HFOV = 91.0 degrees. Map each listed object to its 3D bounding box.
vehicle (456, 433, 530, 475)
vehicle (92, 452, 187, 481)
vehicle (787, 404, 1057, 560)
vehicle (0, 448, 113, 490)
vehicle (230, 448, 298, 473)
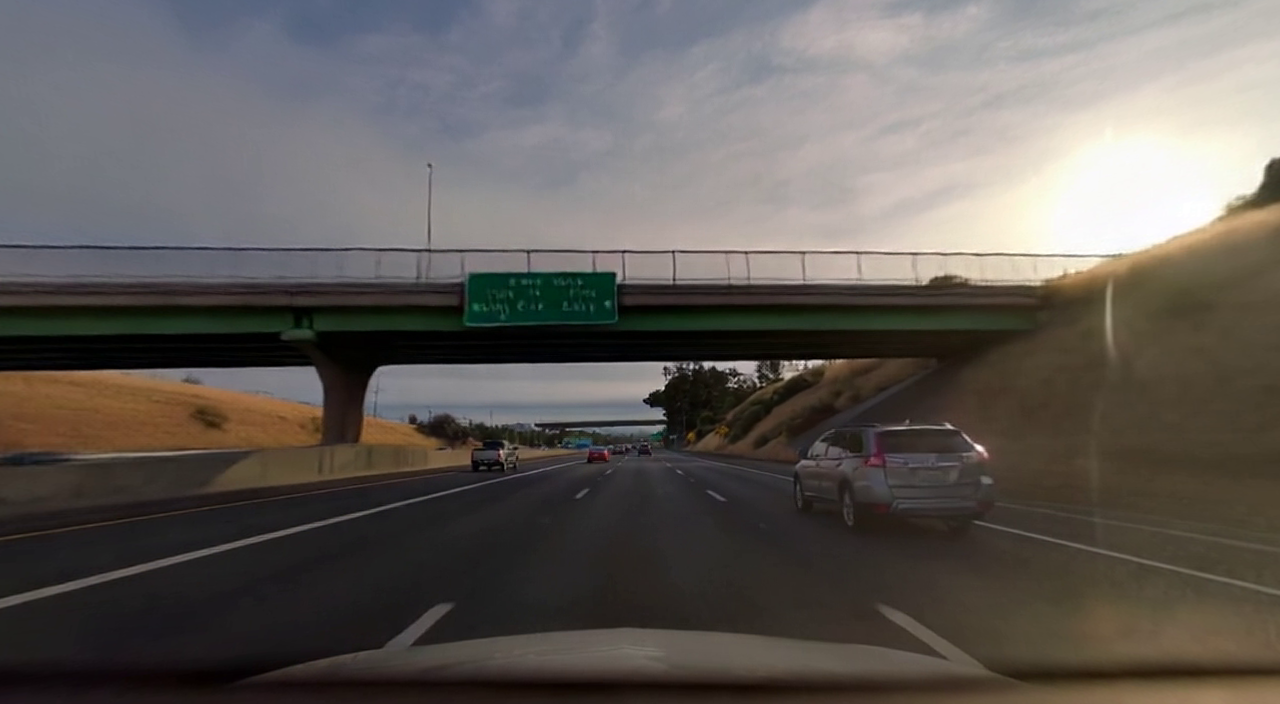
[{"bbox_3d":[-7.393,5.236,32.448,2.341,1.959,5.684,0,-9,1],"label":"vehicle"},{"bbox_3d":[-30.028,6.845,37.981,1.946,1.568,4.592,0,-9,-1],"label":"vehicle"},{"bbox_3d":[3.652,1.776,9.231,1.990,1.735,4.276,0,-9,1],"label":"vehicle"},{"bbox_3d":[-25.871,4.992,27.275,1.993,1.614,4.606,0,-9,1],"label":"vehicle"},{"bbox_3d":[-26.077,7.512,43.826,1.896,1.615,4.486,0,-9,0],"label":"vehicle"}]
